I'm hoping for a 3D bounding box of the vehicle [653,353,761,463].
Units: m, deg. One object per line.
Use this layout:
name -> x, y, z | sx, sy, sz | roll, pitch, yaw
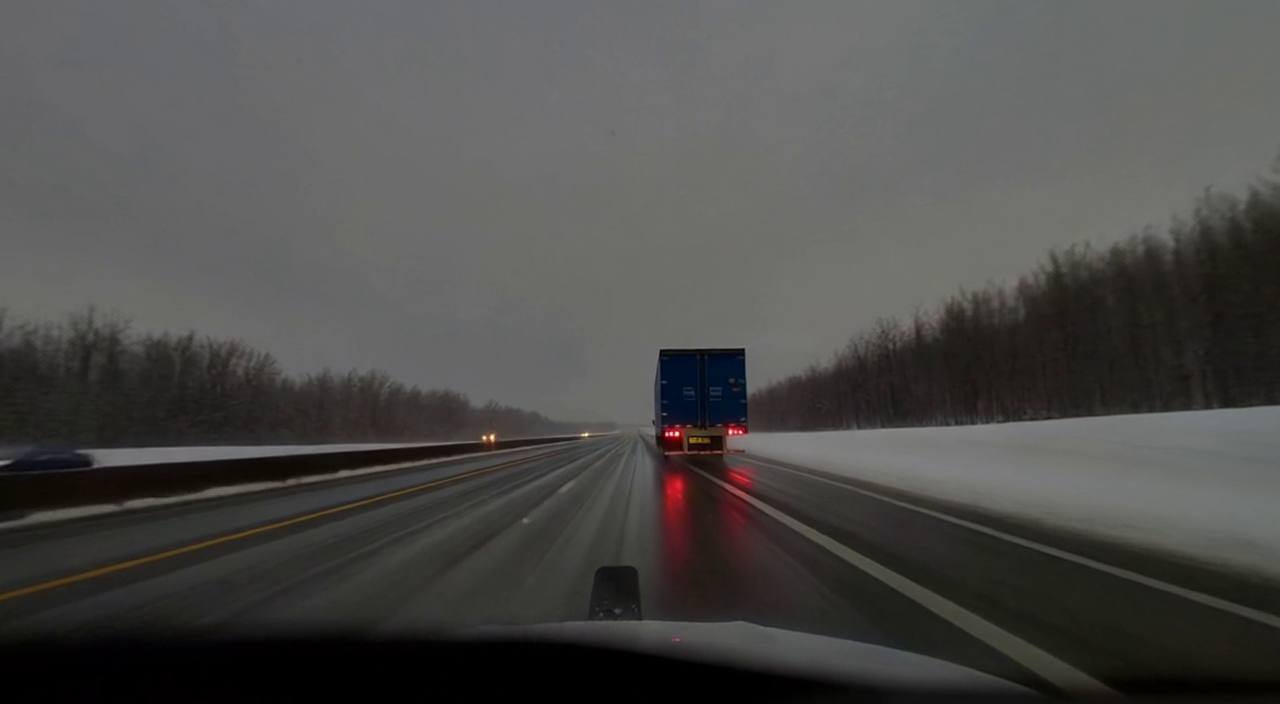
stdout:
vehicle -> 2.362, 2.676, 27.274 | 3.446, 3.698, 12.089 | 0, -8, 0
